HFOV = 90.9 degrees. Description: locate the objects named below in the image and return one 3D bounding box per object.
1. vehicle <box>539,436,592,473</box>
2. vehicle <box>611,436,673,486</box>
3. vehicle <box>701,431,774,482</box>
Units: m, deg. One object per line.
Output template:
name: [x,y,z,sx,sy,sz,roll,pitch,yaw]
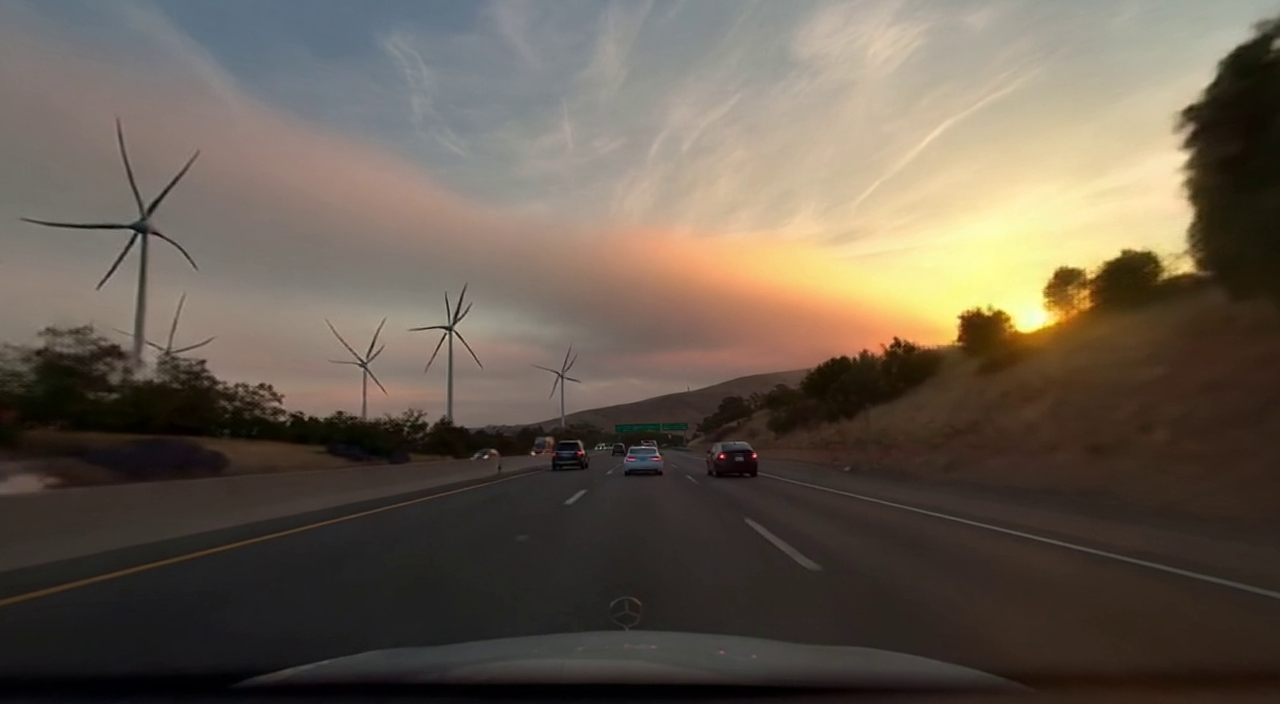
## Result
vehicle: [-3.816,5.397,33.212,2.131,1.784,4.635,0,-9,1]
vehicle: [0.051,3.975,23.211,2.083,1.653,3.787,0,-9,0]
vehicle: [3.802,4.195,25.513,2.104,1.861,4.956,0,-9,-1]
